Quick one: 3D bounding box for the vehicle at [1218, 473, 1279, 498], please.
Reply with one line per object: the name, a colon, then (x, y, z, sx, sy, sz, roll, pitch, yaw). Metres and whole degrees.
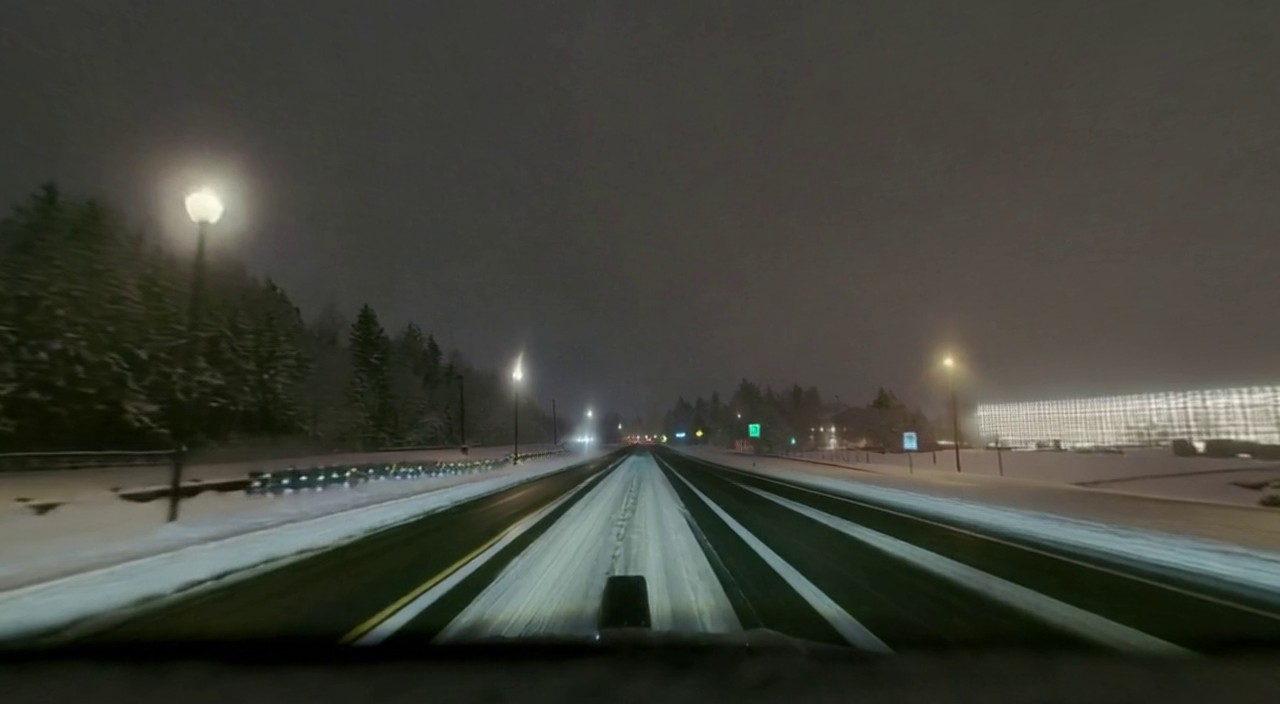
vehicle: (44.117, 9.503, 44.932, 4.270, 1.626, 1.897, 1, -9, -10)
